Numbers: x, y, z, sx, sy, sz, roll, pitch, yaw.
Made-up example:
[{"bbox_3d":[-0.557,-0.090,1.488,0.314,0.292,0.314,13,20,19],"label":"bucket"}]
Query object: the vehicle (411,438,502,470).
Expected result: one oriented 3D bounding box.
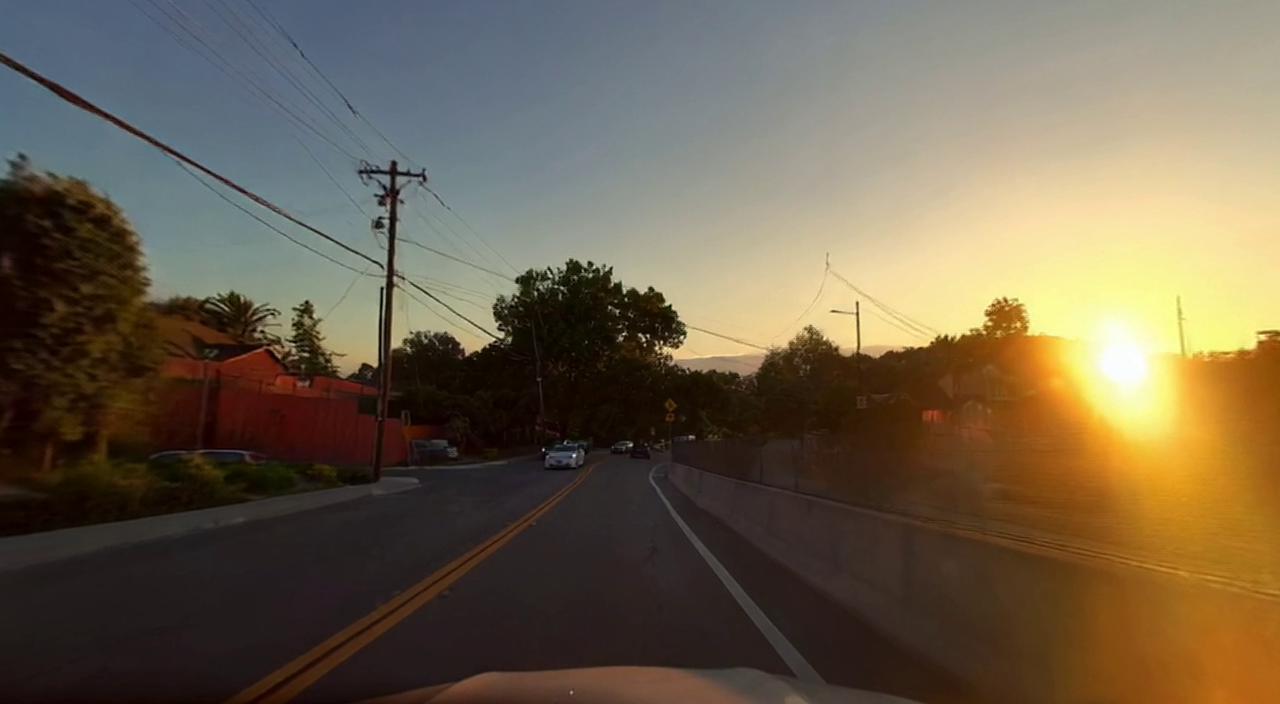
[{"bbox_3d":[-10.294,5.750,35.706,4.500,1.674,1.915,8,-12,-42],"label":"vehicle"}]
